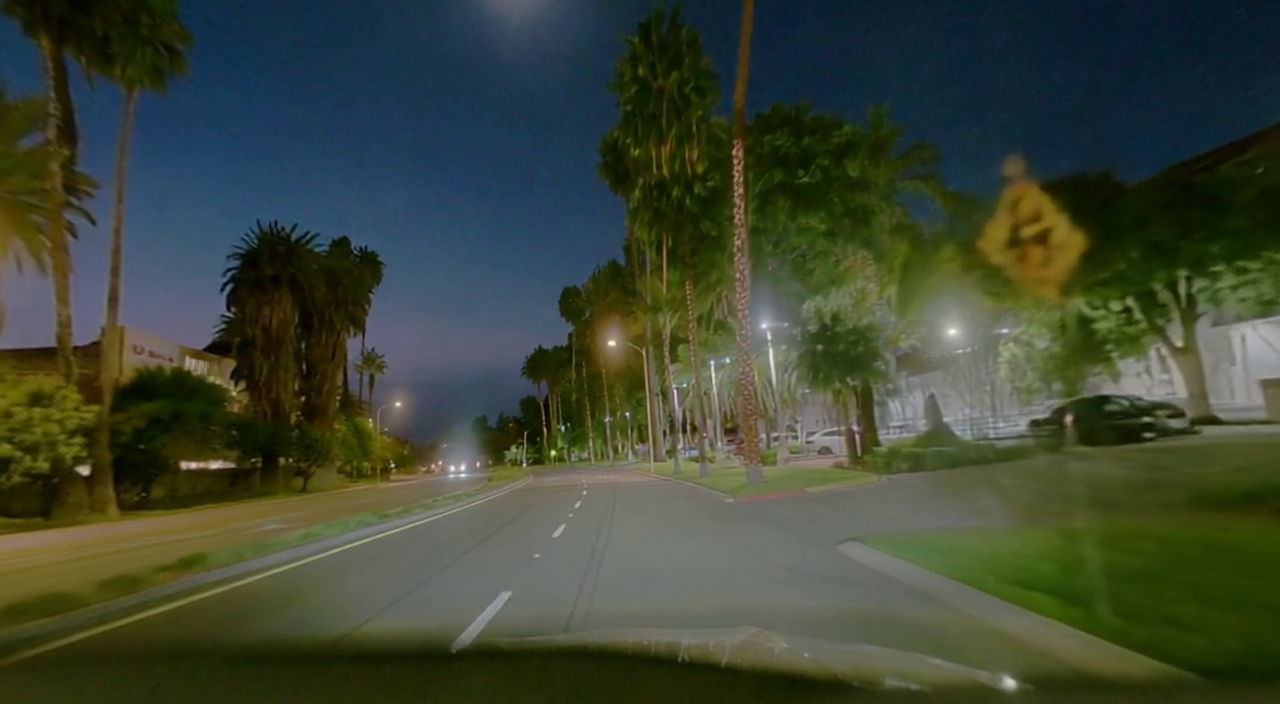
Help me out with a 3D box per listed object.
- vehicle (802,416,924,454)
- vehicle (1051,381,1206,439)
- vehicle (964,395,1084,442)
[{"bbox_3d":[10.078,3.809,28.682,4.671,1.630,2.200,0,-9,-1],"label":"vehicle"},{"bbox_3d":[19.205,2.417,25.059,1.992,1.767,4.848,-7,-9,-3],"label":"vehicle"},{"bbox_3d":[19.240,3.405,31.690,2.002,1.686,4.537,-2,-12,-29],"label":"vehicle"}]
